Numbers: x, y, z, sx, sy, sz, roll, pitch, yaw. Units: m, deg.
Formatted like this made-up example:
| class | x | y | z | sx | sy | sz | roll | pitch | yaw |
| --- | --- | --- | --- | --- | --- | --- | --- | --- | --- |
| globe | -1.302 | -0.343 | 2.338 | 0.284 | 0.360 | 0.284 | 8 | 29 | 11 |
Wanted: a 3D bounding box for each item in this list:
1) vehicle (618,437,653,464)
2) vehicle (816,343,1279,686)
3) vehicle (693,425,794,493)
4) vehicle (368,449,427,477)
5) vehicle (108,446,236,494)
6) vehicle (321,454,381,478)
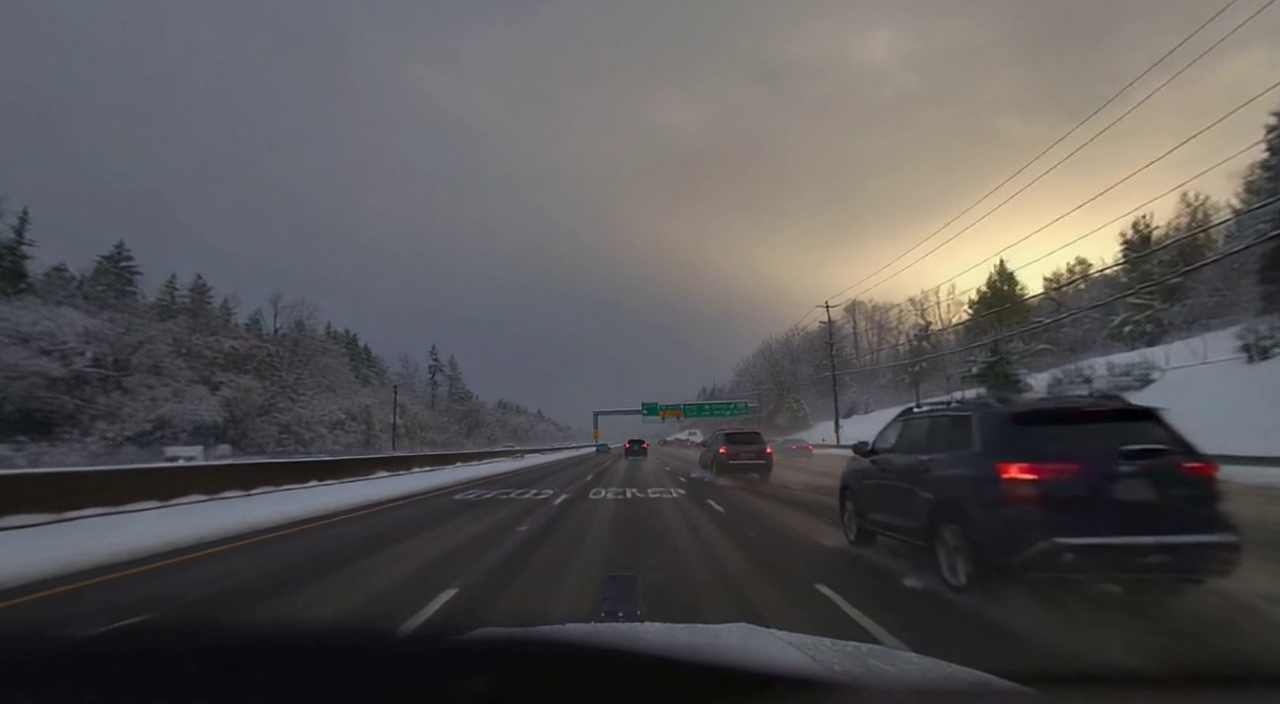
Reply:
| class | x | y | z | sx | sy | sz | roll | pitch | yaw |
| --- | --- | --- | --- | --- | --- | --- | --- | --- | --- |
| vehicle | -0.340 | 6.862 | 43.971 | 2.314 | 1.796 | 4.254 | 0 | -8 | -1 |
| vehicle | 3.451 | 1.228 | 5.916 | 2.095 | 1.886 | 4.727 | 0 | -8 | -1 |
| vehicle | 3.006 | 3.255 | 19.508 | 2.152 | 1.821 | 4.853 | 0 | -8 | -2 |
| vehicle | -15.489 | 7.092 | 40.492 | 1.995 | 1.664 | 4.401 | 0 | -8 | 0 |
| vehicle | -23.375 | 5.855 | 31.832 | 2.250 | 2.140 | 5.580 | 0 | -8 | -1 |
| vehicle | -19.099 | 7.547 | 41.874 | 1.873 | 1.469 | 4.550 | 0 | -8 | 0 |
